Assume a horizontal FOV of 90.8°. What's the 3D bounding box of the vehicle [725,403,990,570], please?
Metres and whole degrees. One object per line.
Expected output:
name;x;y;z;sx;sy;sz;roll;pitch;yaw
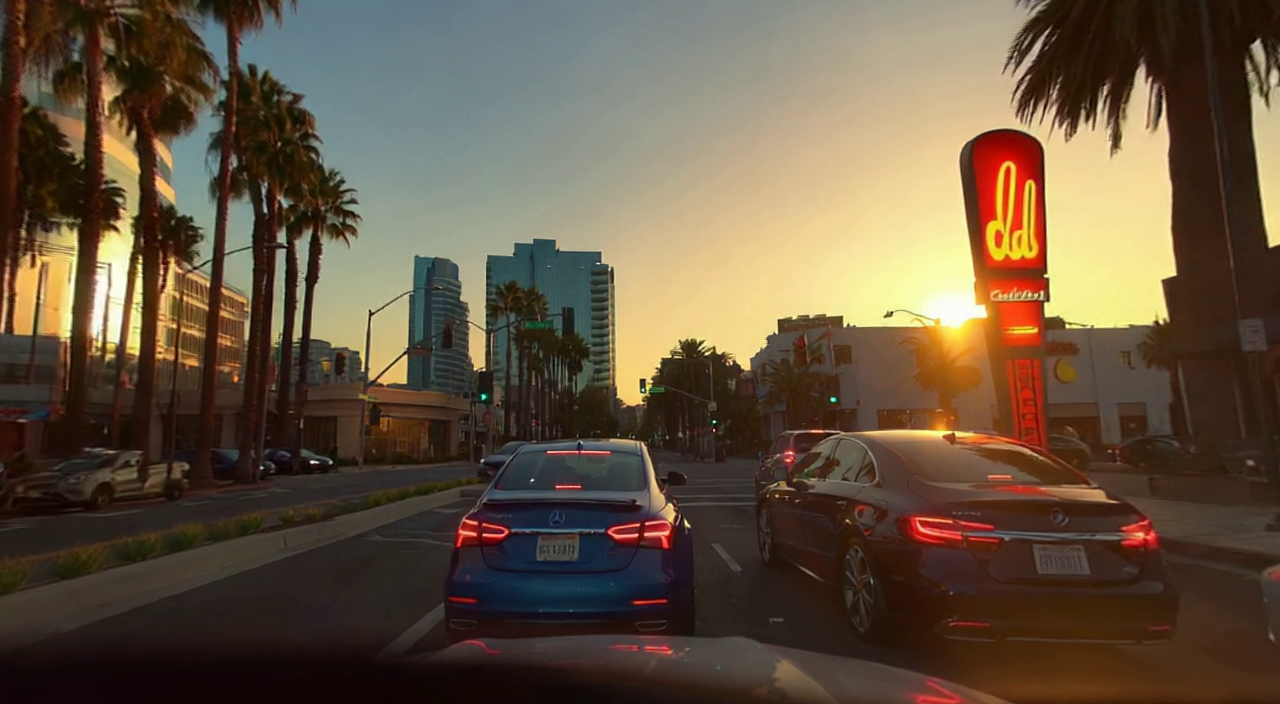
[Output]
vehicle;2.638;1.770;9.060;2.096;1.775;4.440;0;-9;-1

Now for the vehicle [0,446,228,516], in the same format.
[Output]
vehicle;-12.864;3.134;15.938;1.870;1.475;4.531;0;-9;0

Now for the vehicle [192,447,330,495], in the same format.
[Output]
vehicle;-12.861;4.026;21.872;1.856;1.455;4.700;0;-9;0

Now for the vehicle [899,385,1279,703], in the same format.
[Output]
vehicle;2.622;0.811;1.476;2.085;1.469;4.458;0;-9;-1

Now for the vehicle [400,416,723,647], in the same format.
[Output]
vehicle;-0.521;1.478;6.224;2.096;1.492;4.071;0;-9;0
